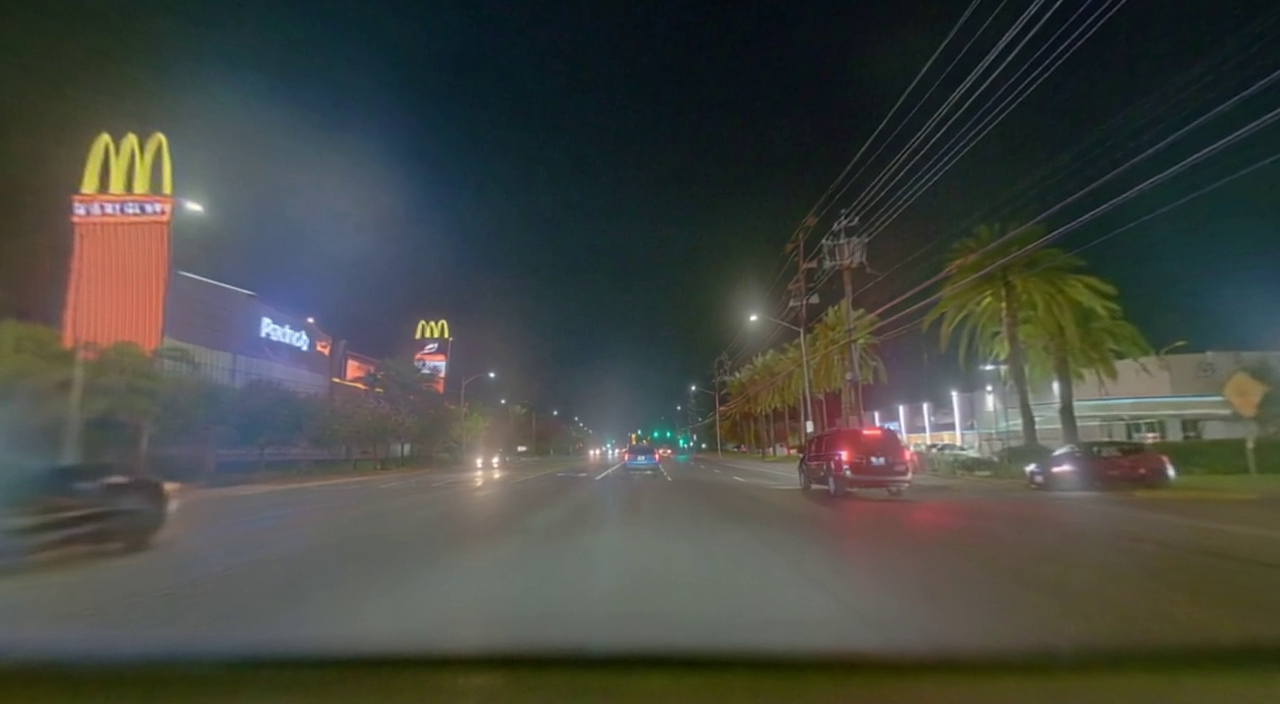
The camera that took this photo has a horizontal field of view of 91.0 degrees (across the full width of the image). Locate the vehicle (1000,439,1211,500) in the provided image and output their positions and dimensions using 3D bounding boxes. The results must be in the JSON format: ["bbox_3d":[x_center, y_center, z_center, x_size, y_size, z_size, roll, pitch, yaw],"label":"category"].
[{"bbox_3d":[12.749,3.217,17.678,4.400,1.507,2.009,-4,-10,27],"label":"vehicle"}]

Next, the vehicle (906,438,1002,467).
[{"bbox_3d":[18.212,5.846,36.695,4.490,1.604,2.089,1,-8,1],"label":"vehicle"}]

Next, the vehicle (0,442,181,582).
[{"bbox_3d":[-8.093,1.805,7.202,2.004,1.535,4.853,0,-8,0],"label":"vehicle"}]

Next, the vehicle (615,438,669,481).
[{"bbox_3d":[0.070,4.547,27.004,2.138,1.672,4.168,0,-8,0],"label":"vehicle"}]

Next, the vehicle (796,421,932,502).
[{"bbox_3d":[5.975,2.979,17.525,2.107,1.928,4.471,0,-8,0],"label":"vehicle"}]
